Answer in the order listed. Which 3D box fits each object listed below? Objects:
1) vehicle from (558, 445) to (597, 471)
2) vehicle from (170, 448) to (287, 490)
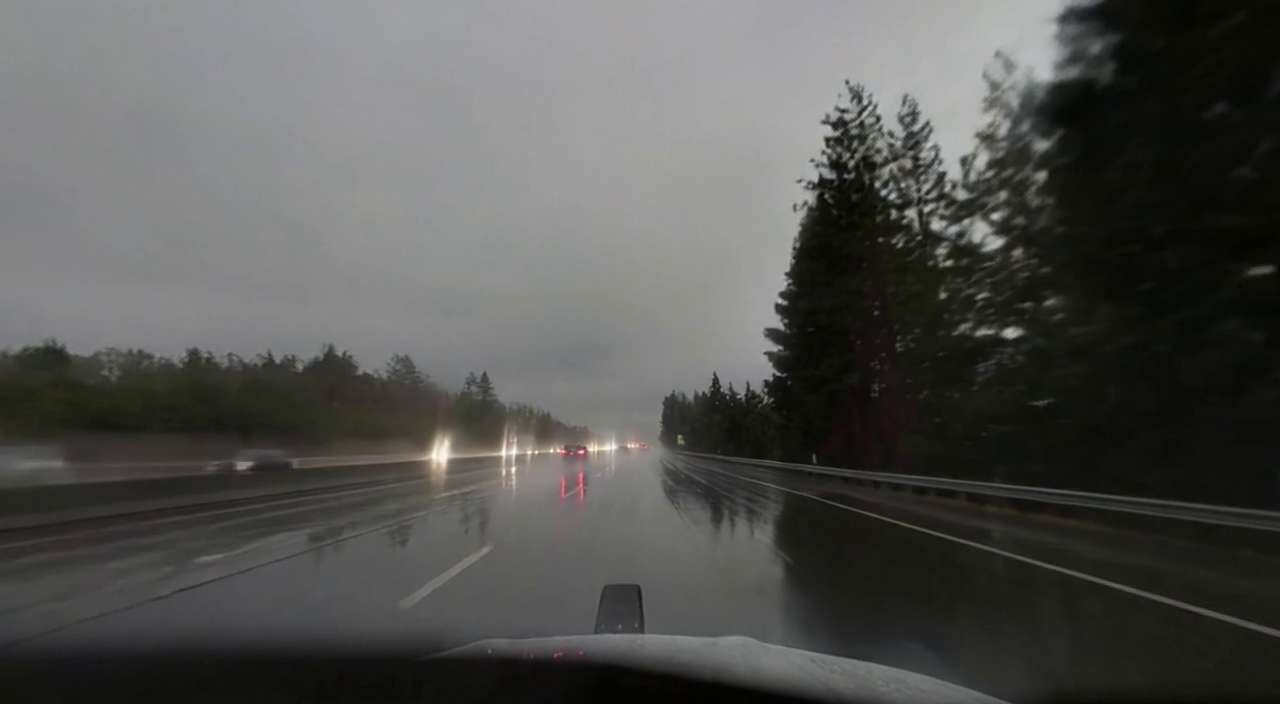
[{"bbox_3d":[-3.784,6.456,38.462,1.933,1.497,3.973,0,-9,0],"label":"vehicle"},{"bbox_3d":[-15.844,4.497,24.402,1.813,1.464,3.895,0,-9,1],"label":"vehicle"}]
